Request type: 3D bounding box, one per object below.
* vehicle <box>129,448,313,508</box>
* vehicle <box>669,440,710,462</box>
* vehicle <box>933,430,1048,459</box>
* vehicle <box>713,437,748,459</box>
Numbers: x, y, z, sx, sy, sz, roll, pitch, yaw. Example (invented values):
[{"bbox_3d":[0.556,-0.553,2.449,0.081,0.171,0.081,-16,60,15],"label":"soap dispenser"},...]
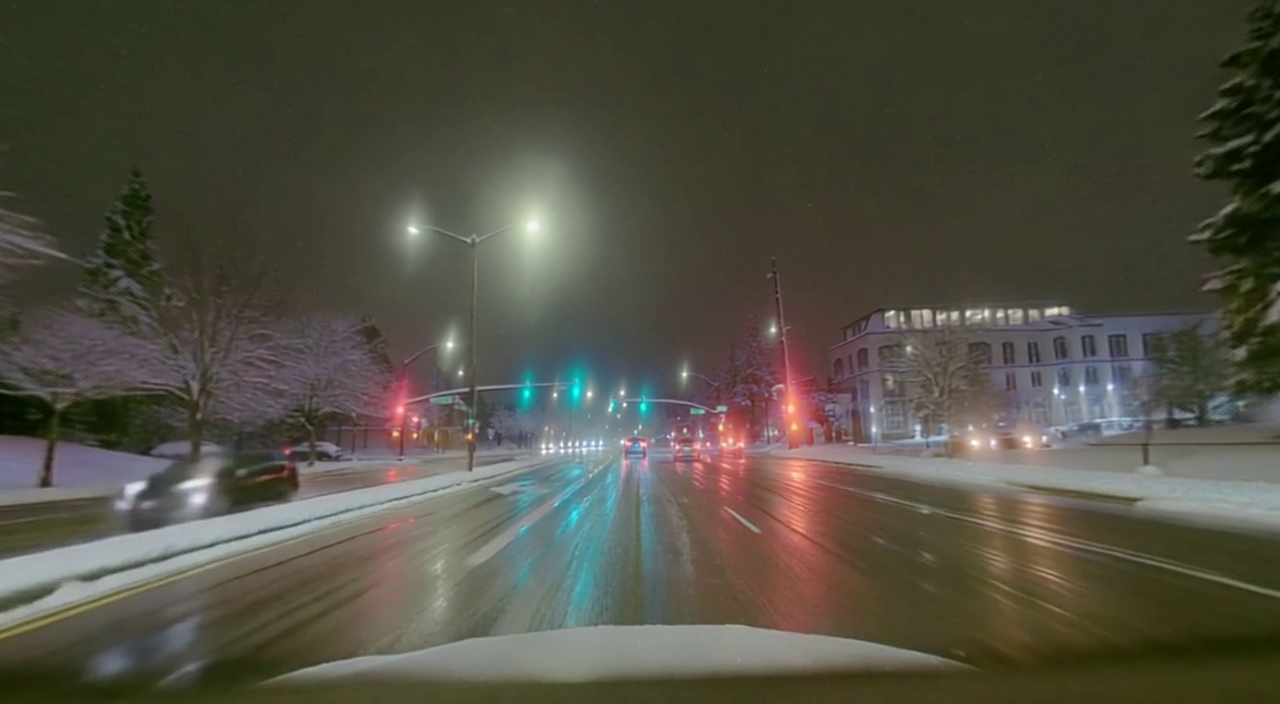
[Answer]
[{"bbox_3d":[-11.973,3.600,18.563,2.247,1.475,4.593,0,-8,0],"label":"vehicle"},{"bbox_3d":[3.099,6.302,40.375,2.080,1.321,4.382,0,-8,-2],"label":"vehicle"},{"bbox_3d":[23.607,6.313,42.738,6.313,1.772,2.263,-9,-11,43],"label":"vehicle"},{"bbox_3d":[6.645,7.114,46.881,1.861,1.473,4.393,0,-8,-1],"label":"vehicle"}]
